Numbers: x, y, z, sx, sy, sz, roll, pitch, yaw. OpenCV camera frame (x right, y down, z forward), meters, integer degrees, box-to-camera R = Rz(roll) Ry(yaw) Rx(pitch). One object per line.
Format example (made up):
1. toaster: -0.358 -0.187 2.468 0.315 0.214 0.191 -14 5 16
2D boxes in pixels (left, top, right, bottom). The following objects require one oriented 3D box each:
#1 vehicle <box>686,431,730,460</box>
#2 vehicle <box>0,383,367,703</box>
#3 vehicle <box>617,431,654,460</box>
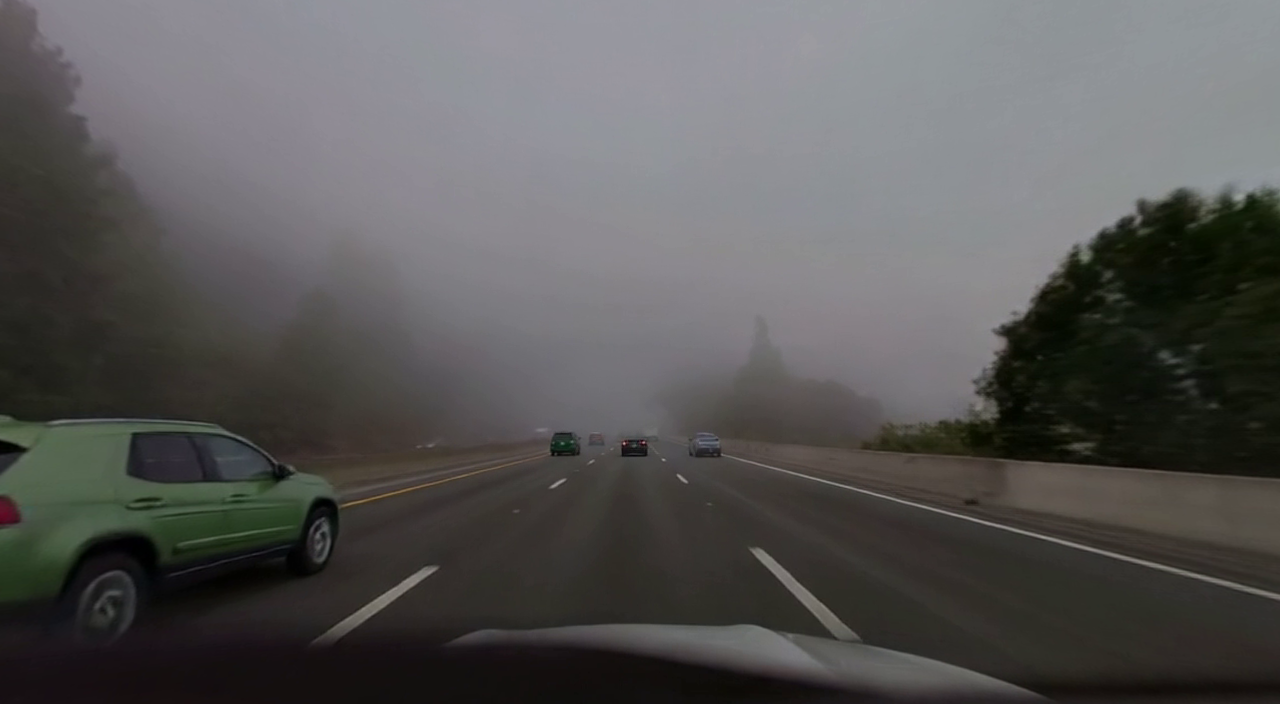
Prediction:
1. vehicle: 3.701 5.122 34.857 1.841 1.491 3.869 0 -8 -2
2. vehicle: -3.969 1.108 4.418 2.023 1.512 4.804 0 -8 -1
3. vehicle: -0.273 4.931 33.510 1.869 1.466 3.356 0 -8 -1
